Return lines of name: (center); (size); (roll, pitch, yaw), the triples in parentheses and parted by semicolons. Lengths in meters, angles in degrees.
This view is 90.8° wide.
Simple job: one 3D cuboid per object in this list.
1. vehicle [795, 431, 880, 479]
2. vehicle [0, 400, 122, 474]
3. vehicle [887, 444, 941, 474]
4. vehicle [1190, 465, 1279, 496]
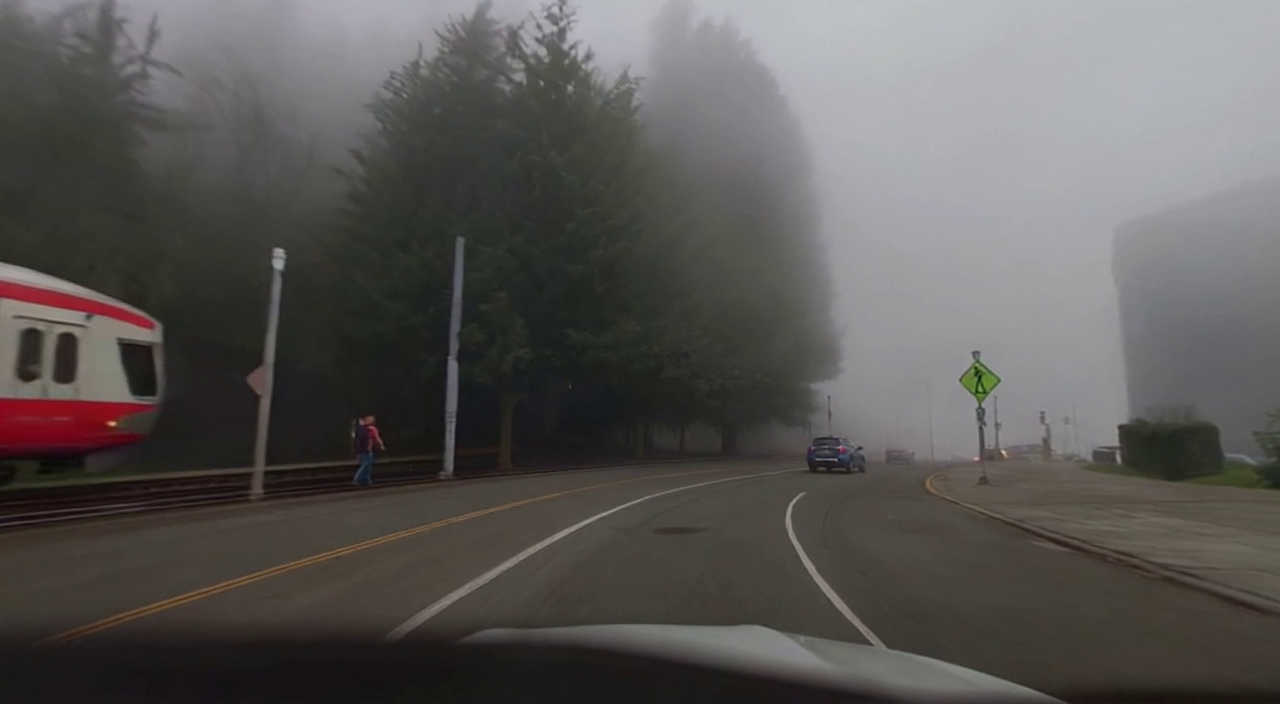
vehicle: (8.186, 4.165, 25.885); (2.263, 1.765, 4.237); (-5, -10, 31)
vehicle: (-32.548, 4.285, 31.605); (2.931, 3.569, 12.284); (0, -8, 0)
vehicle: (17.042, 6.616, 39.191); (2.010, 1.725, 4.320); (-7, -11, 37)
vehicle: (32.057, 6.759, 33.370); (4.118, 1.477, 1.691); (-1, -8, 6)
